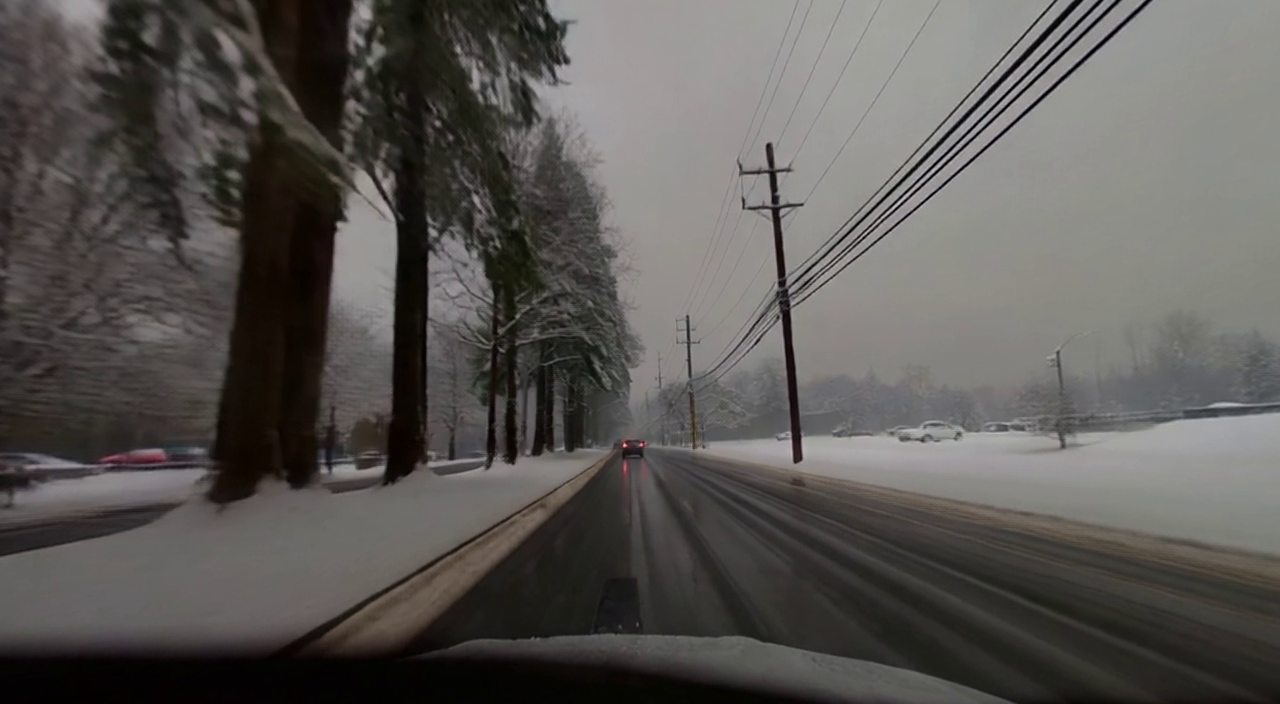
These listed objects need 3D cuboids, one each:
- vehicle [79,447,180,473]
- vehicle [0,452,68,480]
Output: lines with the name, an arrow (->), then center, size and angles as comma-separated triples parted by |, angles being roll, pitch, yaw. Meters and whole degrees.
vehicle -> -34.131, 7.213, 42.354 | 4.662, 1.660, 2.312 | 0, -8, -2
vehicle -> -34.306, 6.220, 34.610 | 4.052, 1.467, 1.937 | 0, -9, 1
